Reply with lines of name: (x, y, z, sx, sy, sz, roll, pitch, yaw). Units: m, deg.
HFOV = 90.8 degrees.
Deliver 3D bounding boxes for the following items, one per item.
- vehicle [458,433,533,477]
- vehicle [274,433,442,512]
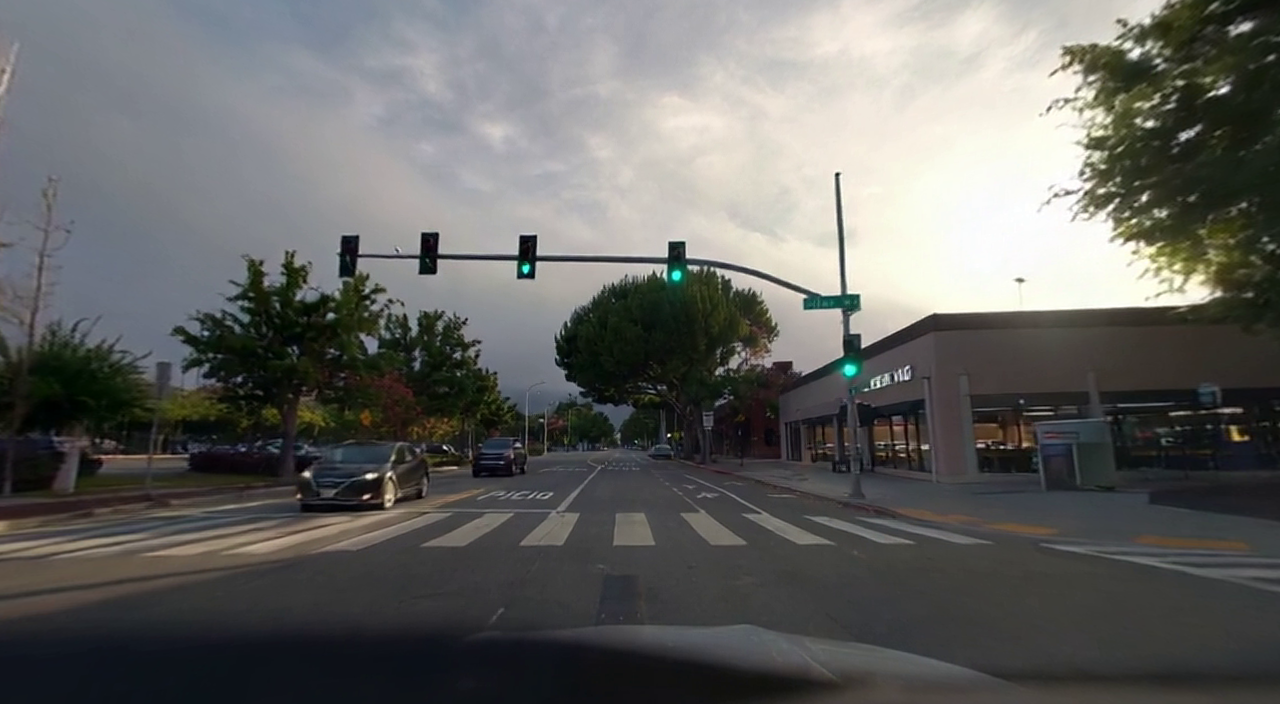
vehicle: (-6.945, 5.013, 31.001, 2.545, 1.943, 5.168, 0, -8, -2)
vehicle: (-6.508, 2.804, 15.300, 2.019, 1.596, 4.608, 0, -8, -1)
